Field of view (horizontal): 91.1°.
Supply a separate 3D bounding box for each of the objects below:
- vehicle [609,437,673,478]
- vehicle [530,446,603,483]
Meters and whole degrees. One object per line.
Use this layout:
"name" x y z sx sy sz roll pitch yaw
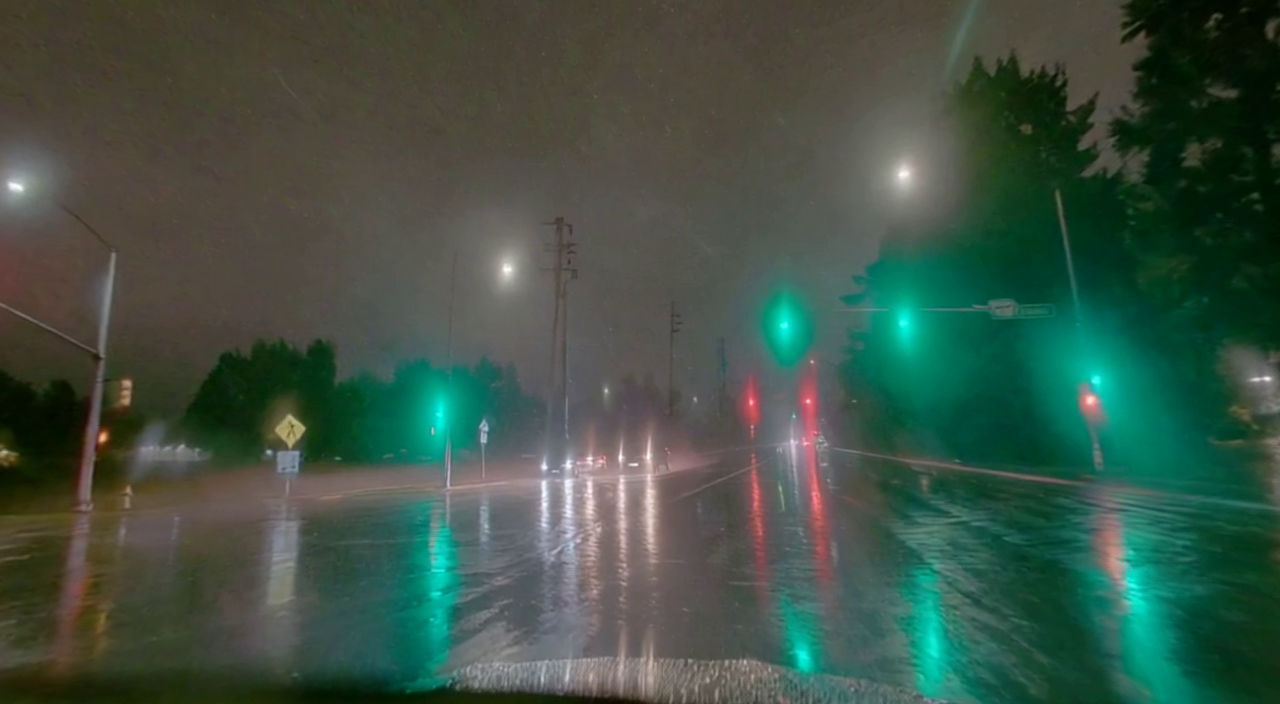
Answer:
"vehicle" 0.158 4.760 28.535 2.090 1.697 4.341 -2 -9 11
"vehicle" -3.161 4.970 28.020 2.029 1.504 4.293 -2 -9 11
